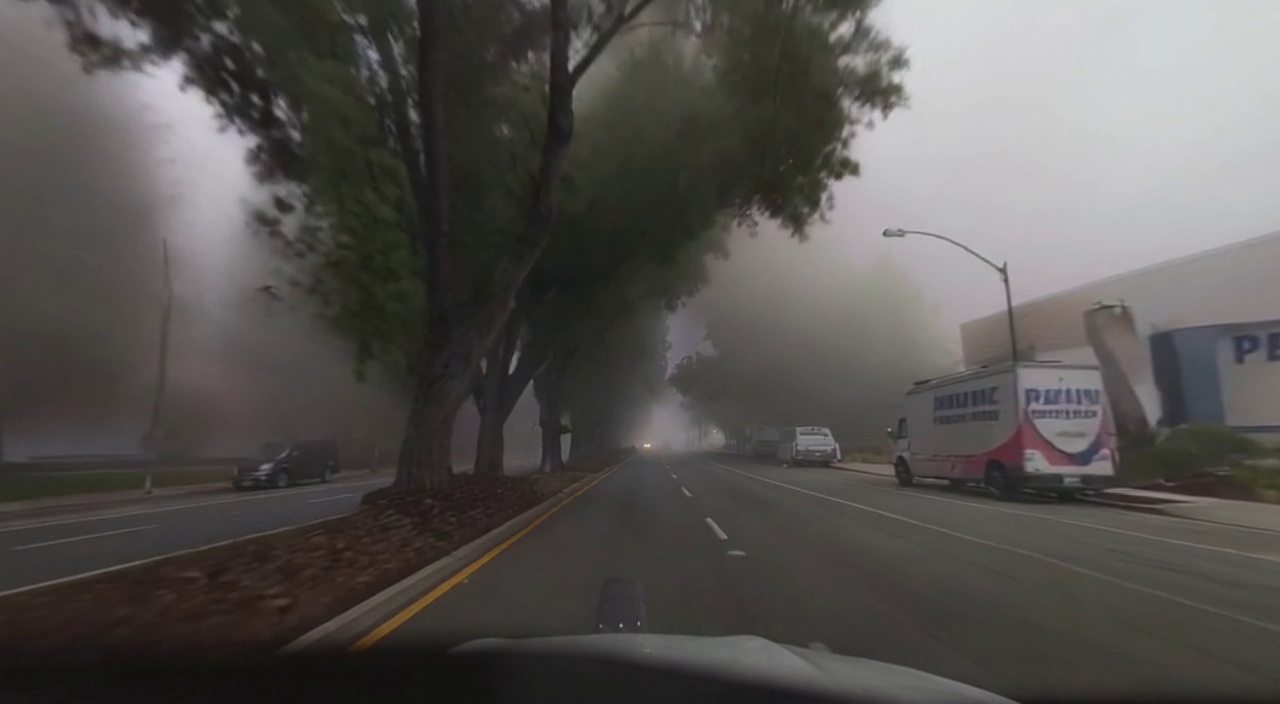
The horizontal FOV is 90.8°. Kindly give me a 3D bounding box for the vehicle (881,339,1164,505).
[{"bbox_3d":[10.336,2.220,18.817,2.879,3.765,8.904,0,-8,1],"label":"vehicle"}]

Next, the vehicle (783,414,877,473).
[{"bbox_3d":[10.326,5.115,35.218,2.964,2.927,6.936,0,-8,0],"label":"vehicle"}]

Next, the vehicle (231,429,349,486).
[{"bbox_3d":[-17.188,5.197,31.536,2.253,2.554,6.021,0,-9,1],"label":"vehicle"}]

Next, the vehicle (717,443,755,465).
[{"bbox_3d":[6.658,7.099,44.246,1.972,1.417,4.239,0,-8,0],"label":"vehicle"}]
